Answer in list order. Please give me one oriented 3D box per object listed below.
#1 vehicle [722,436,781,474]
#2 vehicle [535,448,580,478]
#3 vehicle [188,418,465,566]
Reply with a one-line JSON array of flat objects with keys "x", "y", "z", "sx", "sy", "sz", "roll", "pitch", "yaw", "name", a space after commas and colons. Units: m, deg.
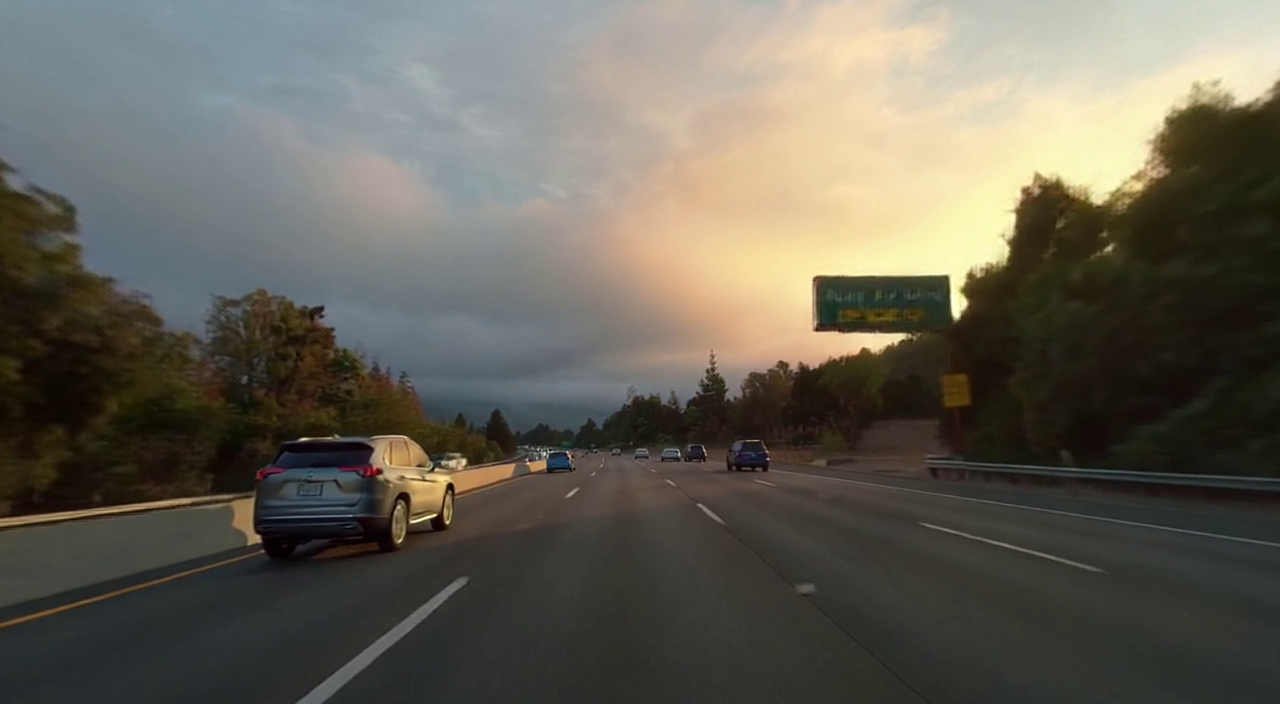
[{"x": 6.522, "y": 6.101, "z": 37.583, "sx": 2.378, "sy": 2.096, "sz": 5.119, "roll": 0, "pitch": -9, "yaw": -2, "name": "vehicle"}, {"x": -4.450, "y": 6.067, "z": 34.654, "sx": 2.009, "sy": 1.488, "sz": 4.289, "roll": 0, "pitch": -9, "yaw": -1, "name": "vehicle"}, {"x": -4.342, "y": 2.007, "z": 9.725, "sx": 2.079, "sy": 1.745, "sz": 4.281, "roll": 0, "pitch": -9, "yaw": -1, "name": "vehicle"}]
